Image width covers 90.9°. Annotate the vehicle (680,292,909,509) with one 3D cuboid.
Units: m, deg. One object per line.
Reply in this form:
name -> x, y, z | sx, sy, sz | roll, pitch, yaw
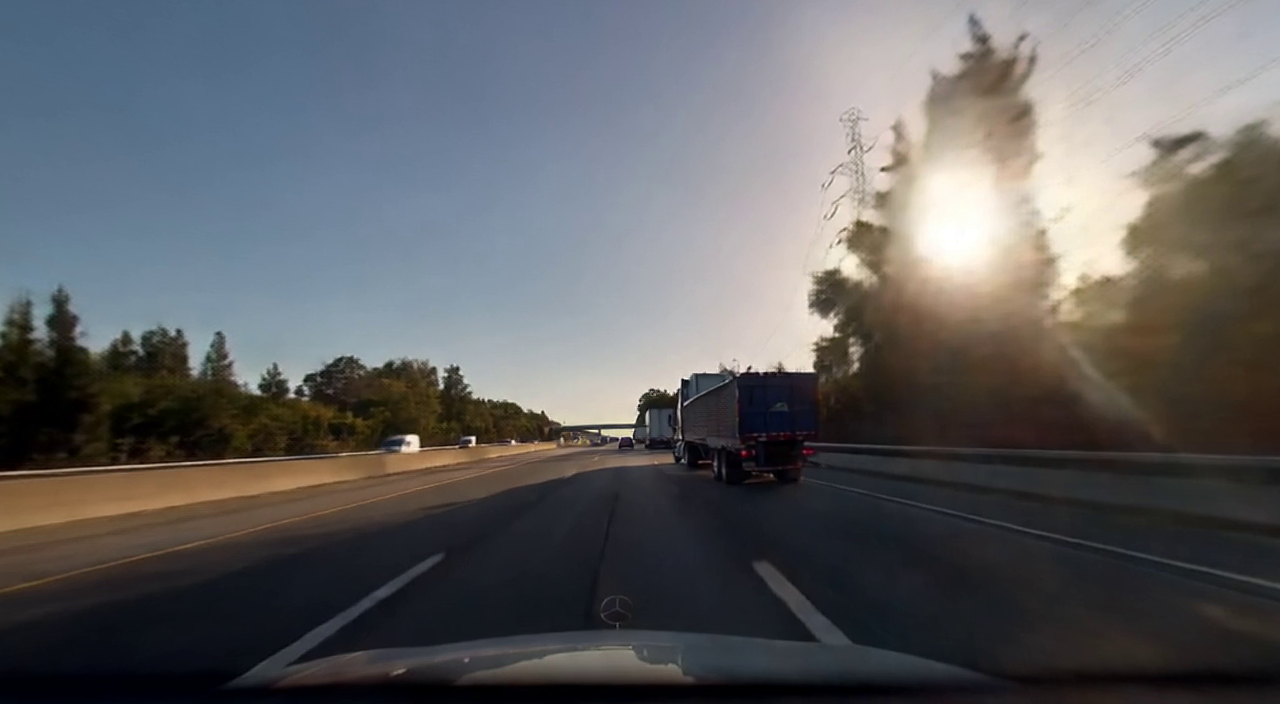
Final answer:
vehicle -> 3.304, 1.821, 18.889 | 2.905, 4.080, 14.157 | 0, -8, -2
